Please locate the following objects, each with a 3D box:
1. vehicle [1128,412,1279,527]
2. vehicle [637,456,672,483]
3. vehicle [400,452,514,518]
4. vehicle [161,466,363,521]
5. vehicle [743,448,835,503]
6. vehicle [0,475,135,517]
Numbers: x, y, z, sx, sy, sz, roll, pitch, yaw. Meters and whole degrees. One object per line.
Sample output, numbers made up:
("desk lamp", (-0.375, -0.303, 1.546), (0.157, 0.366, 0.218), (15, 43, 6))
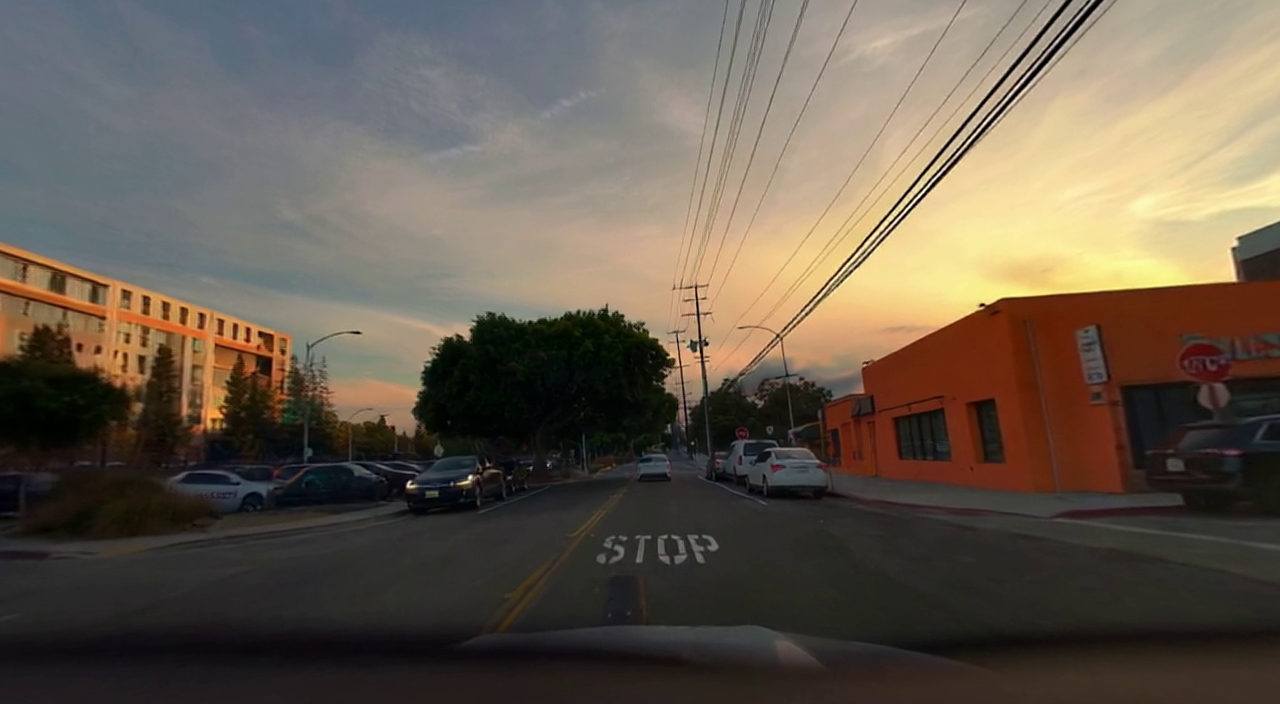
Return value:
("vehicle", (11.558, 1.908, 10.511), (5.255, 1.688, 1.994), (1, -9, -4))
("vehicle", (0.971, 7.211, 38.800), (2.033, 1.464, 4.645), (0, -8, 3))
("vehicle", (-5.625, 4.115, 20.185), (2.146, 1.775, 5.117), (0, -8, -1))
("vehicle", (-11.567, 4.347, 19.604), (4.968, 1.493, 1.961), (0, -8, -2))
("vehicle", (4.390, 3.678, 19.290), (1.840, 1.452, 4.517), (0, -8, 2))
("vehicle", (-23.073, 5.627, 24.767), (4.660, 1.488, 1.930), (0, -8, -2))
